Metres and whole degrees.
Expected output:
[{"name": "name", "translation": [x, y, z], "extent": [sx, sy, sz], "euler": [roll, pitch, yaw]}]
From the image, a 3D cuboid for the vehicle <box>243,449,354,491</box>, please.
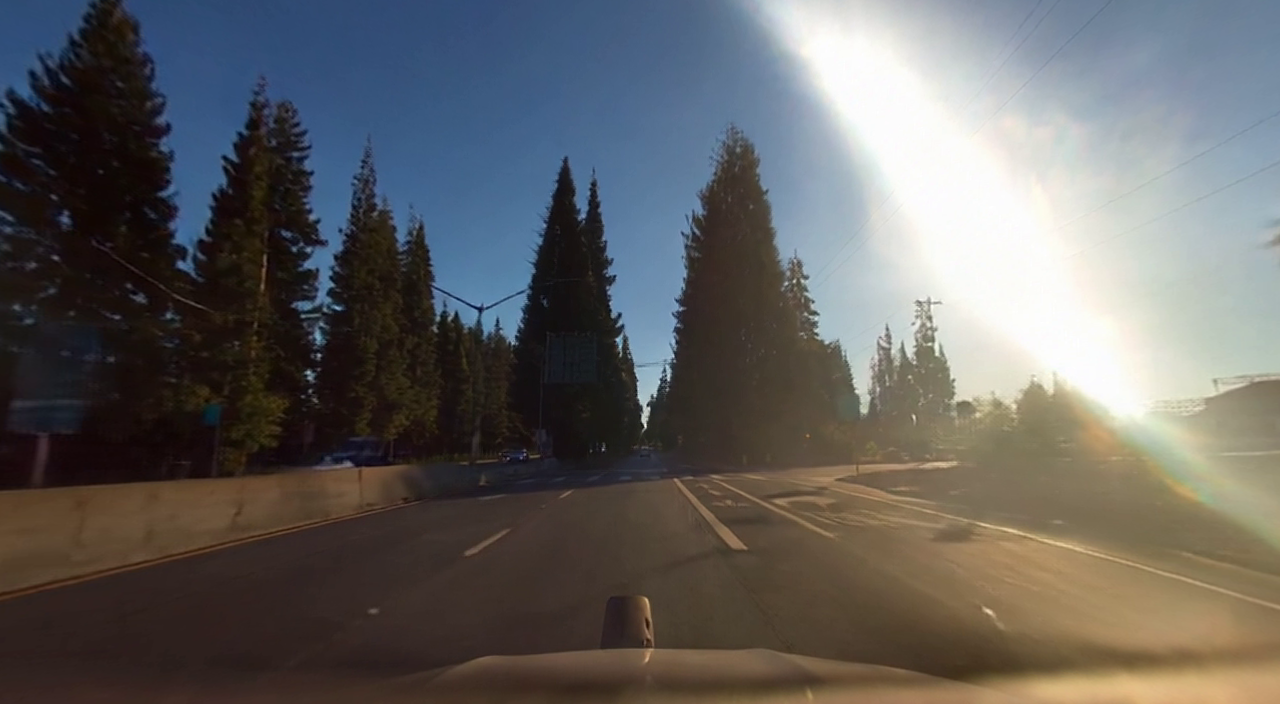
[{"name": "vehicle", "translation": [-13.618, 4.708, 25.483], "extent": [1.883, 1.484, 4.464], "euler": [0, -8, 1]}]
